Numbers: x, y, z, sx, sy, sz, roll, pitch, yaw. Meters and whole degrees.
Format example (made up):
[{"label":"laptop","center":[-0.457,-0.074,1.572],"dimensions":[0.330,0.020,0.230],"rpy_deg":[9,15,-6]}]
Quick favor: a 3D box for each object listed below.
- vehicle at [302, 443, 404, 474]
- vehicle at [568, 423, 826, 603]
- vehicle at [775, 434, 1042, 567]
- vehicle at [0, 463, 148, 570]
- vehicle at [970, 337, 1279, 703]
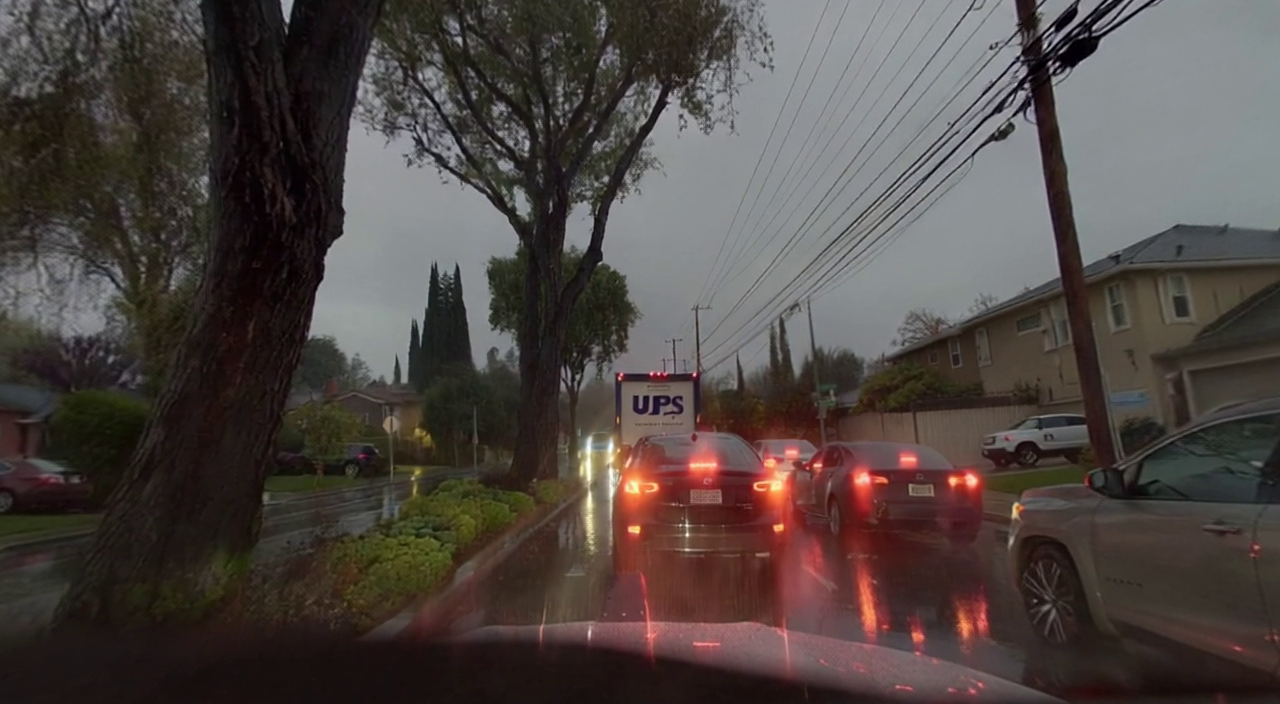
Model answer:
[{"label":"vehicle","center":[-17.436,6.474,38.303],"dimensions":[5.274,1.793,1.921],"rpy_deg":[0,-9,3]},{"label":"vehicle","center":[0.473,1.682,7.531],"dimensions":[2.158,1.499,4.377],"rpy_deg":[0,-8,0]},{"label":"vehicle","center":[3.511,2.011,9.355],"dimensions":[1.993,1.479,4.487],"rpy_deg":[0,-8,0]},{"label":"vehicle","center":[-10.354,2.500,9.502],"dimensions":[1.925,1.482,4.753],"rpy_deg":[0,-8,0]},{"label":"vehicle","center":[3.307,0.772,1.928],"dimensions":[2.069,1.722,4.888],"rpy_deg":[0,-8,2]}]
